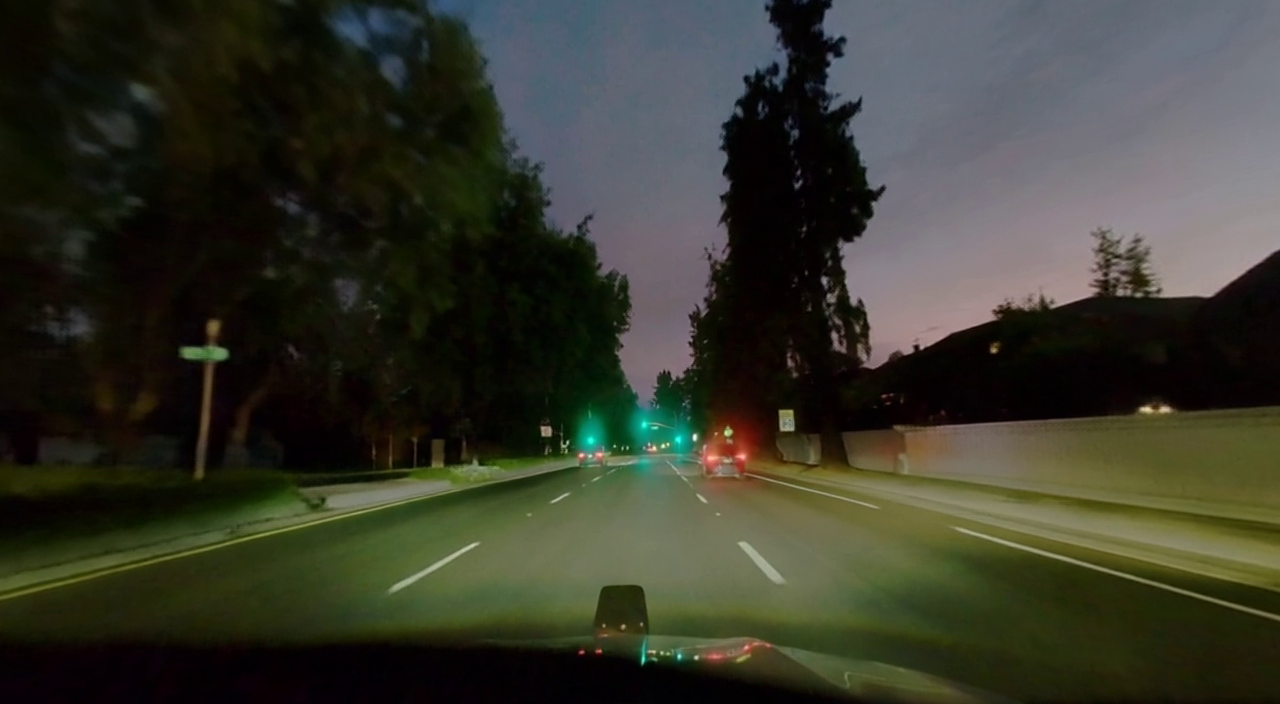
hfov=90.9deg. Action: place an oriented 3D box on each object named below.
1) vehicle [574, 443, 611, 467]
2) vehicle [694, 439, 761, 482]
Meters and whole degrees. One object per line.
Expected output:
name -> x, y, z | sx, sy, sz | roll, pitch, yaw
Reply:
vehicle -> -3.104, 6.846, 41.868 | 2.011, 1.480, 4.517 | 0, -9, 2
vehicle -> 3.279, 4.181, 24.526 | 1.992, 1.511, 4.464 | 0, -9, 0
